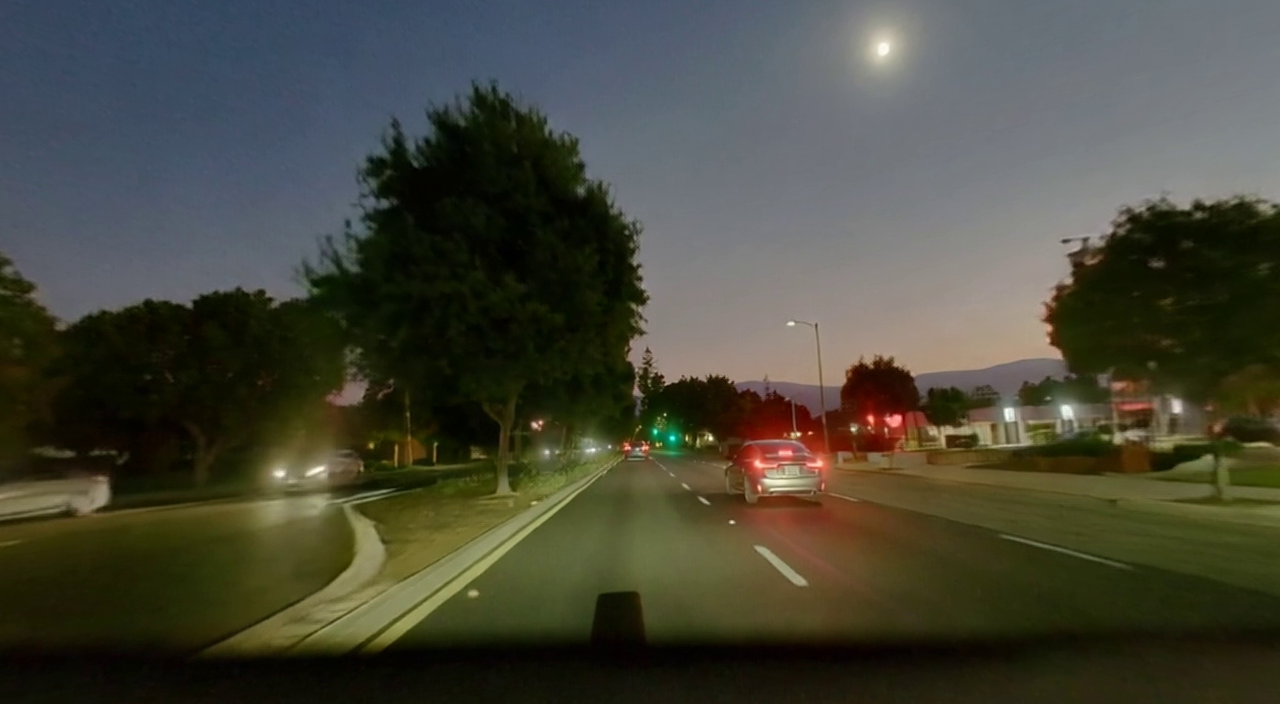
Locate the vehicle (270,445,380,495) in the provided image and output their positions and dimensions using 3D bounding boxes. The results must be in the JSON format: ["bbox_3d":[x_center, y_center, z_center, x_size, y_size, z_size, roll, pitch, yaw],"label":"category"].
[{"bbox_3d":[-12.487,4.653,25.447,2.063,1.812,4.502,0,-8,1],"label":"vehicle"}]

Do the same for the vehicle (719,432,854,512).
[{"bbox_3d":[3.321,2.825,15.408,1.995,1.616,4.729,0,-8,-2],"label":"vehicle"}]

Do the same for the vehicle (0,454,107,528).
[{"bbox_3d":[-16.469,3.476,15.888,2.032,1.728,4.633,0,-8,0],"label":"vehicle"}]

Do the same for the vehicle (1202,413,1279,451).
[{"bbox_3d":[32.413,4.146,32.645,4.597,1.886,2.143,0,-8,1],"label":"vehicle"}]

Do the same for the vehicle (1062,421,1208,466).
[{"bbox_3d":[20.054,3.741,25.722,4.376,1.735,1.854,0,-8,-1],"label":"vehicle"}]
